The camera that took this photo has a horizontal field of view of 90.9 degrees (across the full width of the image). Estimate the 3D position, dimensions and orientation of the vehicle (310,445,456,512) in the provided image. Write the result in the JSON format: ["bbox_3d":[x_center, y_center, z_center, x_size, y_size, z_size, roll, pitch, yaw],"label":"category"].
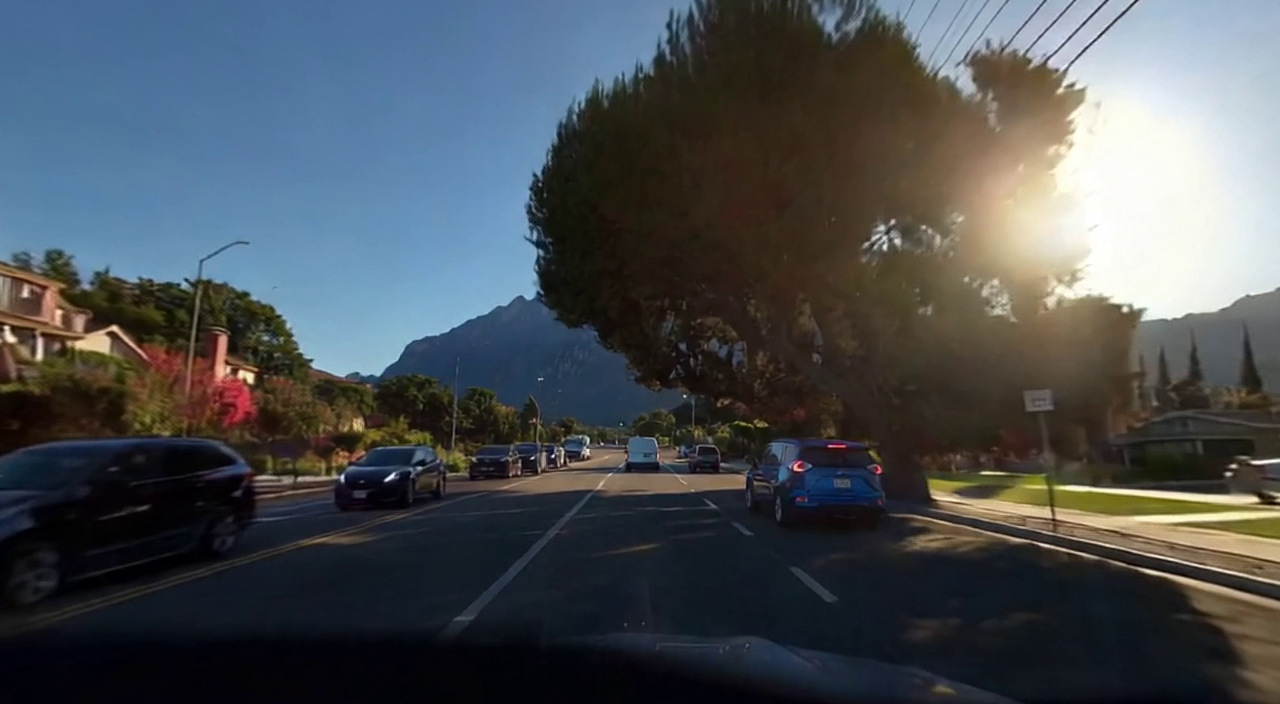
[{"bbox_3d":[-6.437,3.171,16.478,1.891,1.479,4.624,0,-8,0],"label":"vehicle"}]

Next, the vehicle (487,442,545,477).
[{"bbox_3d":[-6.407,5.610,33.117,2.095,1.695,4.431,0,-8,0],"label":"vehicle"}]

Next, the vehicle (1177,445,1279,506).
[{"bbox_3d":[17.202,3.189,16.368,4.656,1.461,1.955,0,-9,1],"label":"vehicle"}]

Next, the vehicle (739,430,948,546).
[{"bbox_3d":[3.320,2.313,11.533,2.155,1.658,4.721,0,-8,-1],"label":"vehicle"}]

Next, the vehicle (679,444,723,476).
[{"bbox_3d":[3.364,6.014,35.416,1.957,1.646,4.355,0,-8,-1],"label":"vehicle"}]

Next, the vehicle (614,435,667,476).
[{"bbox_3d":[0.021,5.529,33.854,2.636,2.011,5.130,0,-8,0],"label":"vehicle"}]

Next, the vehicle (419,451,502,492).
[{"bbox_3d":[-6.463,4.326,23.152,1.770,1.305,4.258,0,-8,1],"label":"vehicle"}]

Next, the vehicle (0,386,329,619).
[{"bbox_3d":[-6.221,1.611,7.718,1.993,1.884,5.481,0,-8,0],"label":"vehicle"}]
